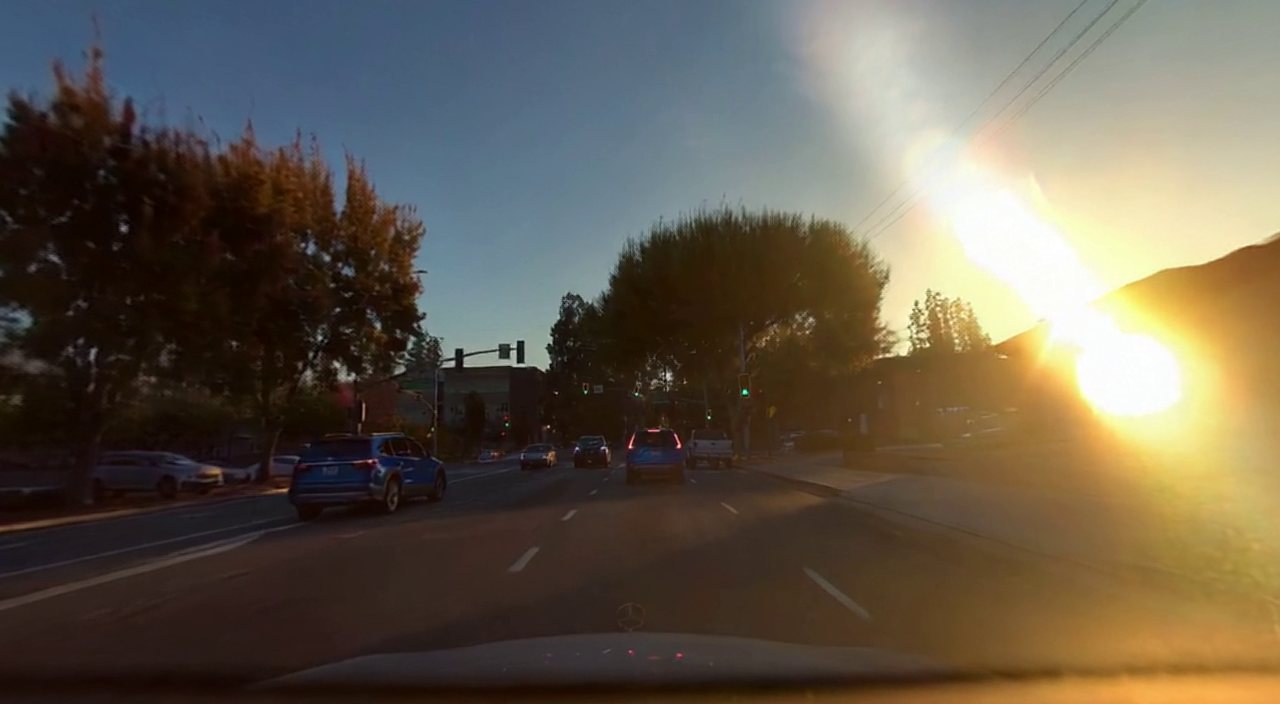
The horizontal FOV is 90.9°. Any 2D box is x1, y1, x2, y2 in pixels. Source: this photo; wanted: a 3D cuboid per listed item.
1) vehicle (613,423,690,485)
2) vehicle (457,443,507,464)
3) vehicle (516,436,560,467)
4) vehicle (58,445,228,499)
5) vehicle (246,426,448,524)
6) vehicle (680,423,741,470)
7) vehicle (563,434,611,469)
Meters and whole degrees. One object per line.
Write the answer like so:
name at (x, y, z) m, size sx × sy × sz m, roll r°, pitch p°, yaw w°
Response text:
vehicle at (0.348, 3.312, 20.664) m, size 2.235 × 1.778 × 4.178 m, roll 0°, pitch -8°, yaw 0°
vehicle at (-12.312, 7.840, 48.817) m, size 1.860 × 1.517 × 4.460 m, roll 8°, pitch -11°, yaw -40°
vehicle at (-5.800, 5.719, 36.310) m, size 2.108 × 1.689 × 4.316 m, roll 0°, pitch -9°, yaw -4°
vehicle at (-18.610, 4.488, 23.797) m, size 4.571 × 1.857 × 2.172 m, roll -1°, pitch -9°, yaw 1°
vehicle at (-5.752, 2.469, 13.180) m, size 2.052 × 1.664 × 4.476 m, roll 0°, pitch -9°, yaw 0°
vehicle at (3.347, 4.685, 31.282) m, size 2.338 × 2.063 × 5.672 m, roll 0°, pitch -9°, yaw 0°
vehicle at (-2.599, 5.057, 32.134) m, size 2.058 × 1.659 × 4.514 m, roll 0°, pitch -8°, yaw 0°
